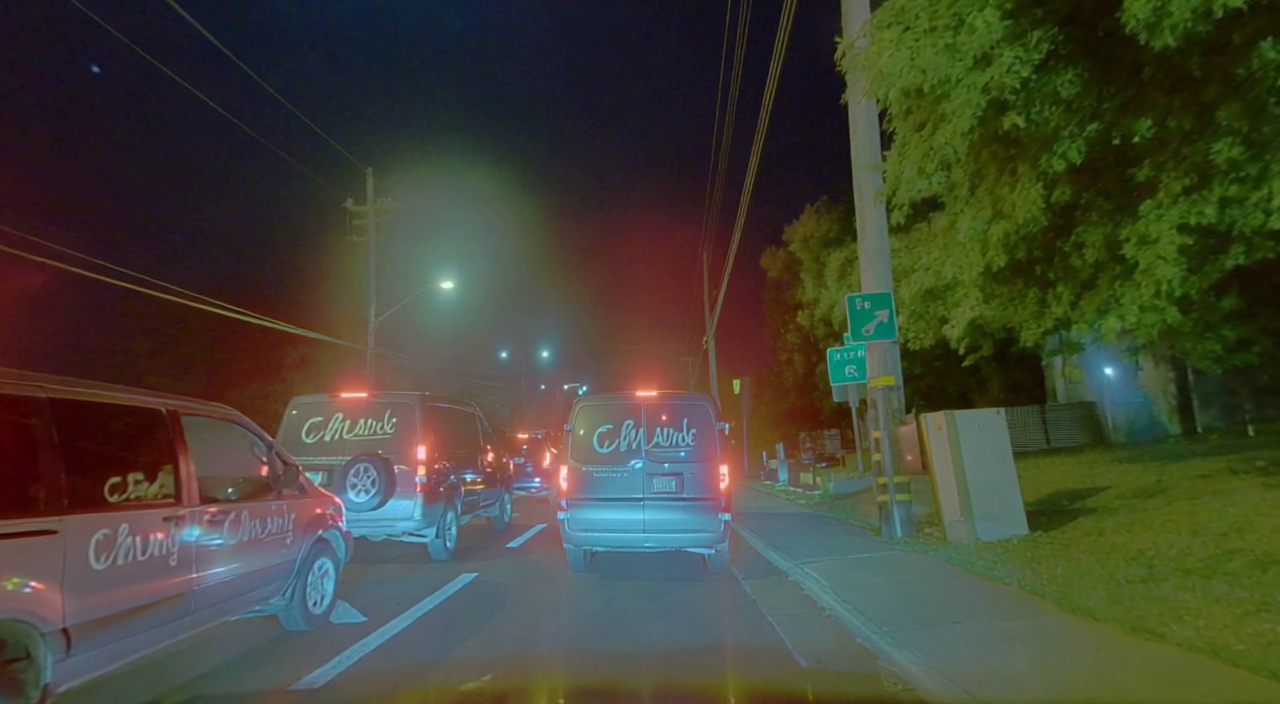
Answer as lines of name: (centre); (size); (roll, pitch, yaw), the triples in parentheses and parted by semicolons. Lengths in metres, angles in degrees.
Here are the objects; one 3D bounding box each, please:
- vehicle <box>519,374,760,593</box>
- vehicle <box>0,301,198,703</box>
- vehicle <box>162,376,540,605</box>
vehicle: (0.103, 1.461, 7.690); (2.117, 1.911, 4.095); (-1, -8, 3)
vehicle: (-3.113, 0.500, 0.244); (2.160, 1.796, 4.997); (0, -8, 1)
vehicle: (-2.761, 1.481, 7.609); (2.109, 1.851, 4.749); (-1, -8, 3)
